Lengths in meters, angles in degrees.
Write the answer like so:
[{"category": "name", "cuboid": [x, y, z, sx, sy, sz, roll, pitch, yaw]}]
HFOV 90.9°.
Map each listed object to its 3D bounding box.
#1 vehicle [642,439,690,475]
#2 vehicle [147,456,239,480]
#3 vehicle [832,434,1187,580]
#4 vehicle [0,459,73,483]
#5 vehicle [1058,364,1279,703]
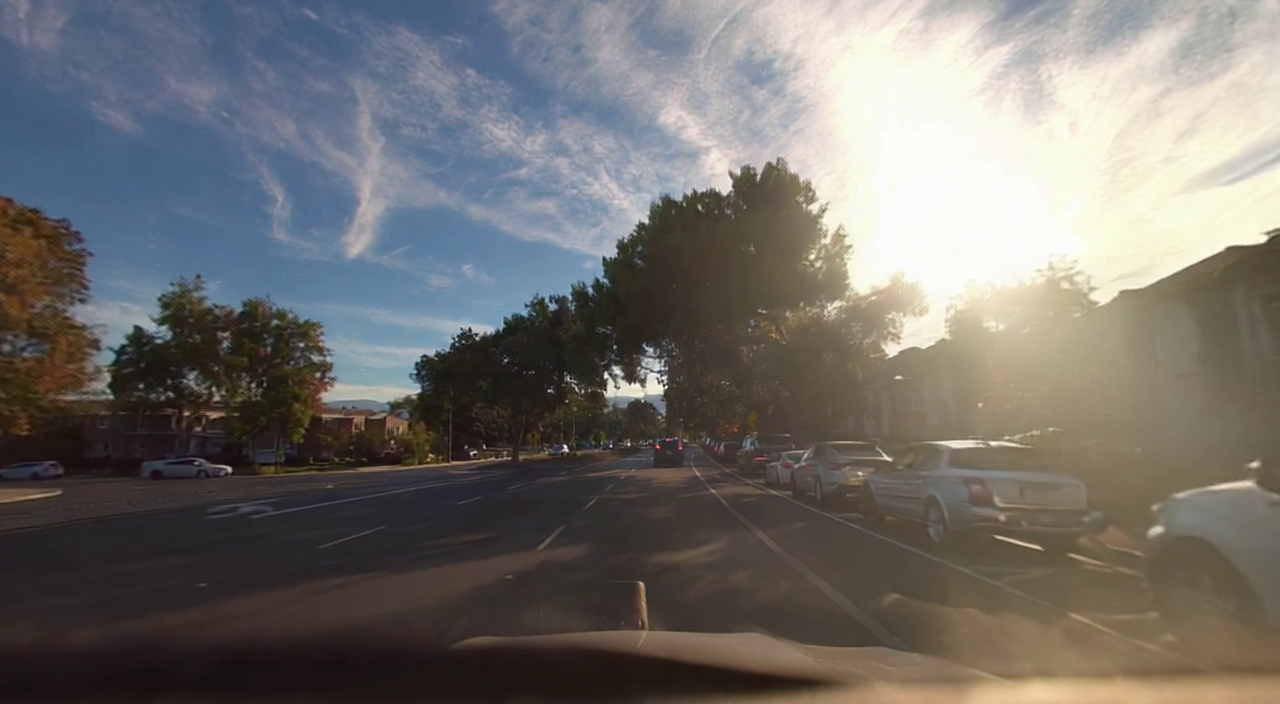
[{"category": "vehicle", "cuboid": [1.169, 4.765, 28.864, 2.011, 1.480, 4.170, 0, -8, 2]}, {"category": "vehicle", "cuboid": [-29.625, 7.665, 41.881, 4.591, 1.468, 1.805, 1, -9, -9]}, {"category": "vehicle", "cuboid": [4.477, 1.917, 8.818, 1.855, 1.445, 4.895, 0, -8, -2]}, {"category": "vehicle", "cuboid": [-41.131, 7.985, 42.491, 4.292, 1.497, 1.883, -1, -9, 8]}, {"category": "vehicle", "cuboid": [4.295, 0.835, 2.519, 1.973, 1.749, 4.608, 0, -8, -1]}]
